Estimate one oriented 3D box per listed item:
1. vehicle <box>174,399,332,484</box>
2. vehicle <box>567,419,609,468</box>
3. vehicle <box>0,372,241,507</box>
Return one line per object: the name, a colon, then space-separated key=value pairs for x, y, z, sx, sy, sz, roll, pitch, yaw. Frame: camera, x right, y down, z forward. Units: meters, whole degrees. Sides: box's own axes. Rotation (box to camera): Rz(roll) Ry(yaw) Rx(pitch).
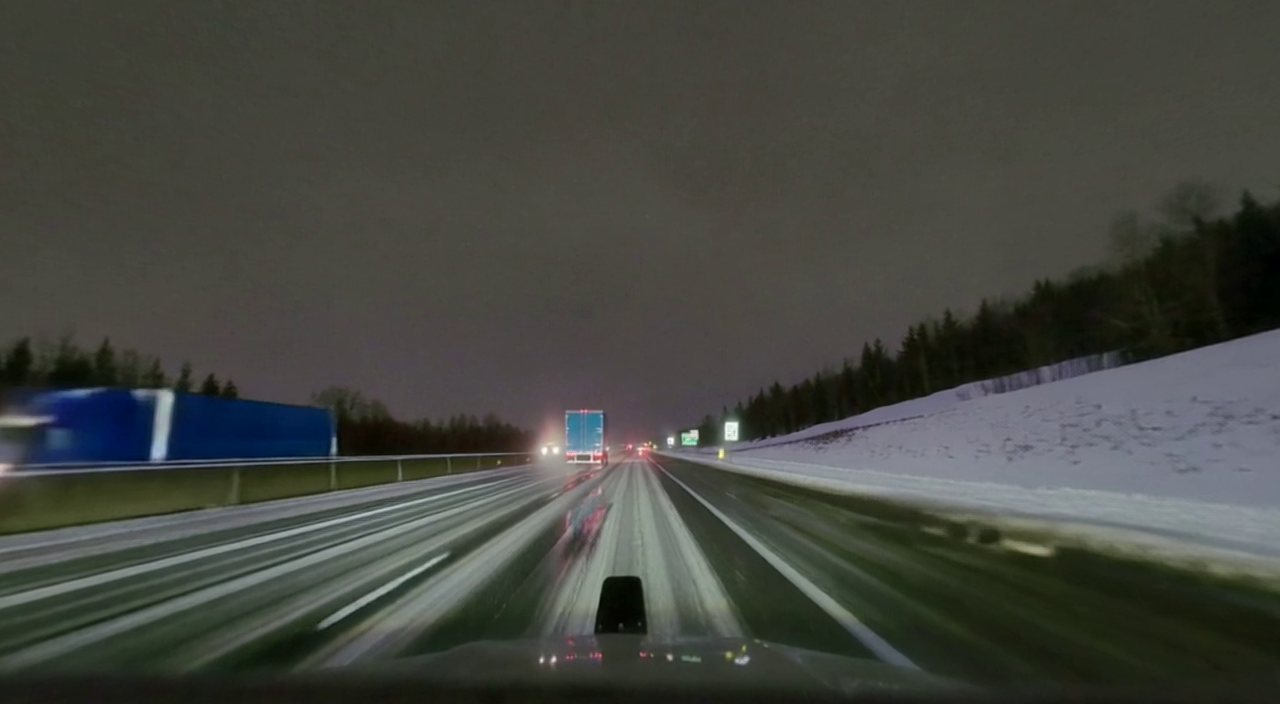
vehicle: x=-19.835 y=4.743 z=33.220 sx=2.881 sy=3.884 sz=8.294 roll=0 pitch=-9 yaw=0
vehicle: x=-3.987 y=7.192 z=49.453 sx=2.707 sy=3.461 sz=7.191 roll=0 pitch=-9 yaw=0
vehicle: x=-19.830 y=3.337 z=23.648 sx=3.025 sy=3.917 sz=10.227 roll=0 pitch=-9 yaw=0
